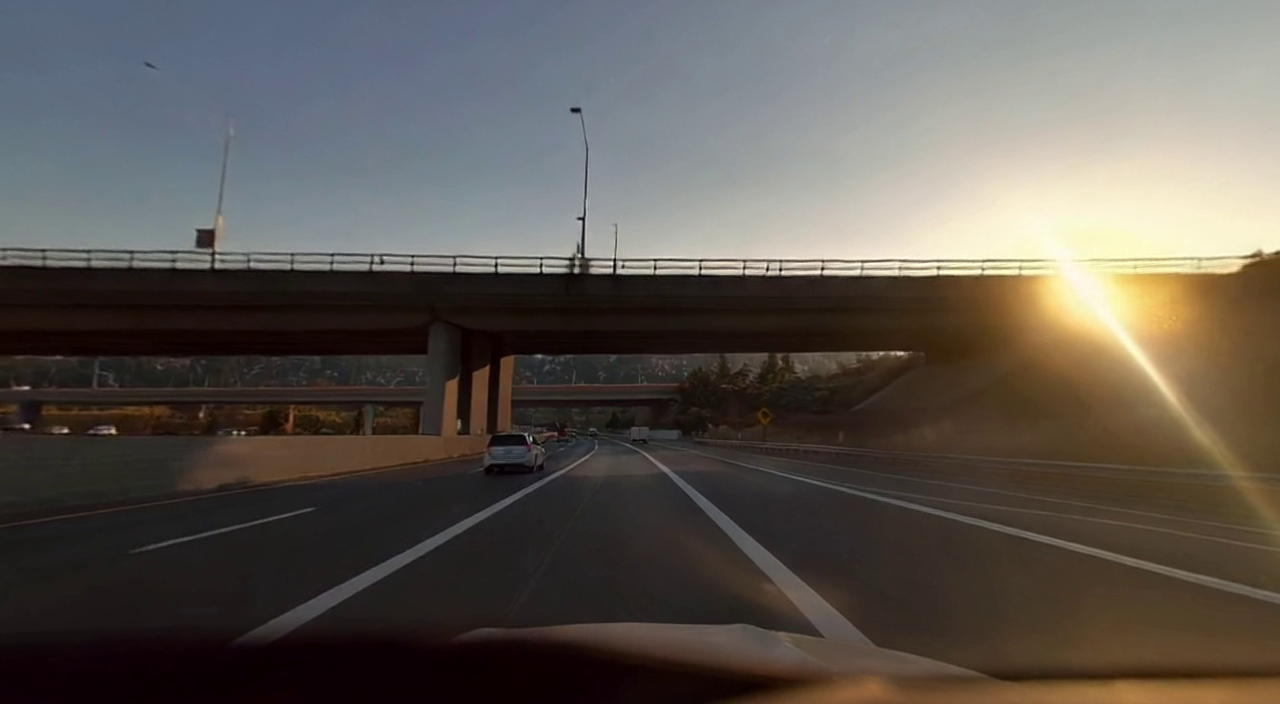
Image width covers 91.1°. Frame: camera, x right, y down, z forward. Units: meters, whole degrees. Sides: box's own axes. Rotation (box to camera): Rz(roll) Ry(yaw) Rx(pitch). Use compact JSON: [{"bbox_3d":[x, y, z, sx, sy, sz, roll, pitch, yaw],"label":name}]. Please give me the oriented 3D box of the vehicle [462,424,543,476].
[{"bbox_3d":[-4.508,3.270,21.192,1.878,1.548,3.966,0,-8,-1],"label":"vehicle"}]
